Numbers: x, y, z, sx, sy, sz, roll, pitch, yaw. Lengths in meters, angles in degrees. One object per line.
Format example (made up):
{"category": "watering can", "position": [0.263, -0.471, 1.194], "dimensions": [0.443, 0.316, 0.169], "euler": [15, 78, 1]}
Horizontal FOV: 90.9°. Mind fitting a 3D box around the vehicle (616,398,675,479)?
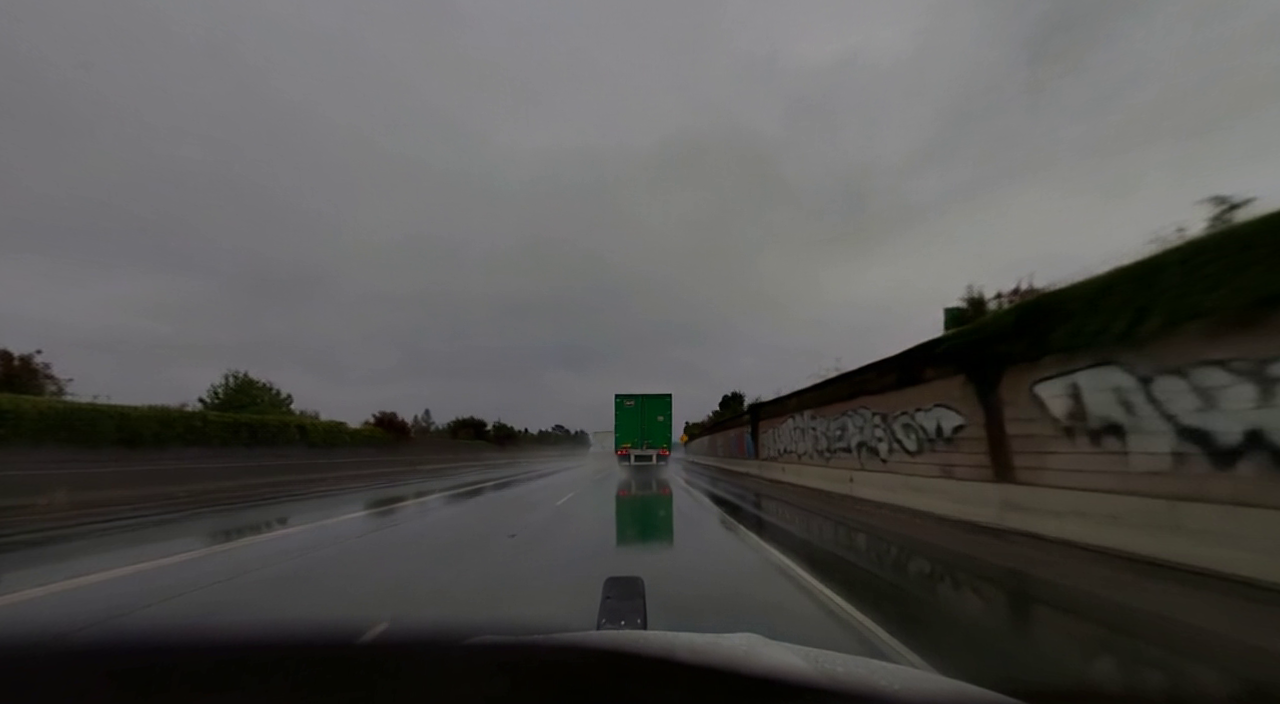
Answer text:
{"category": "vehicle", "position": [0.149, 5.051, 36.076], "dimensions": [2.900, 3.955, 10.151], "euler": [0, -9, -1]}
